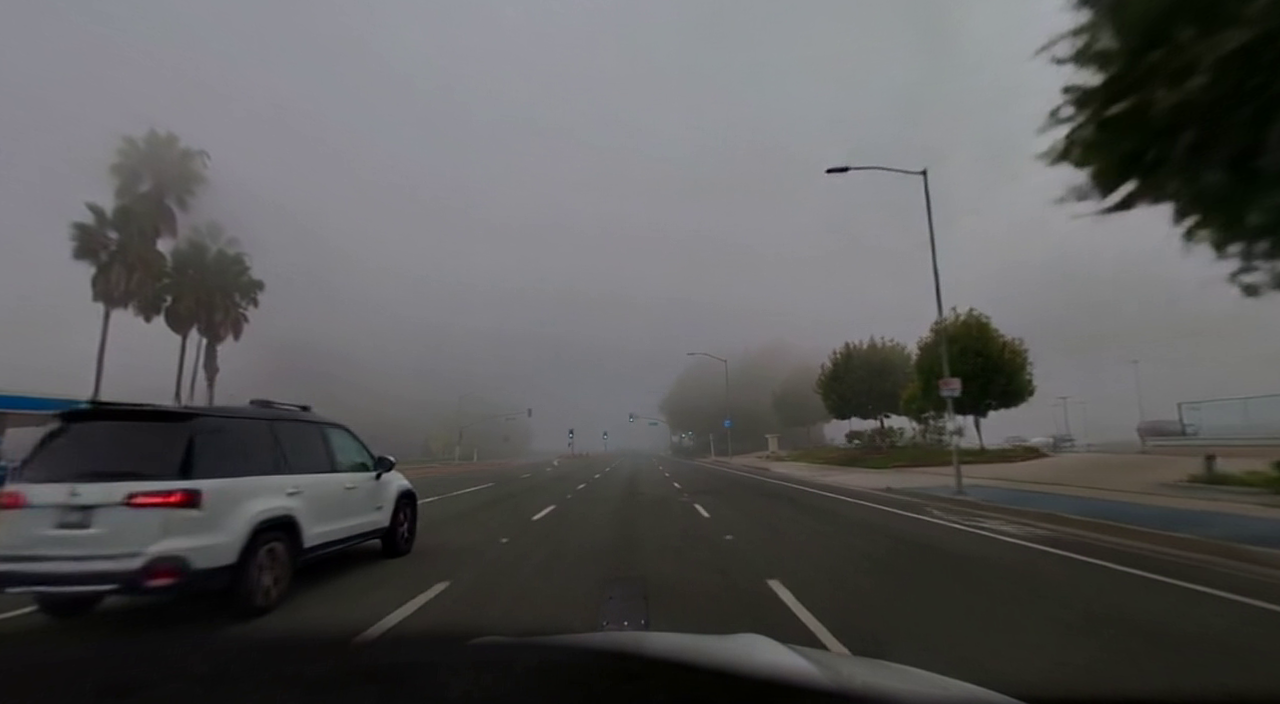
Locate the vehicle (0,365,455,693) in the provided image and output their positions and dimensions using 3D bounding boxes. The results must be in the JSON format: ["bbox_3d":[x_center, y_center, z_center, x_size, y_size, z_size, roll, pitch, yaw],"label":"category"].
[{"bbox_3d":[-3.380,1.281,5.714,2.011,1.756,4.478,-1,-8,0],"label":"vehicle"}]
